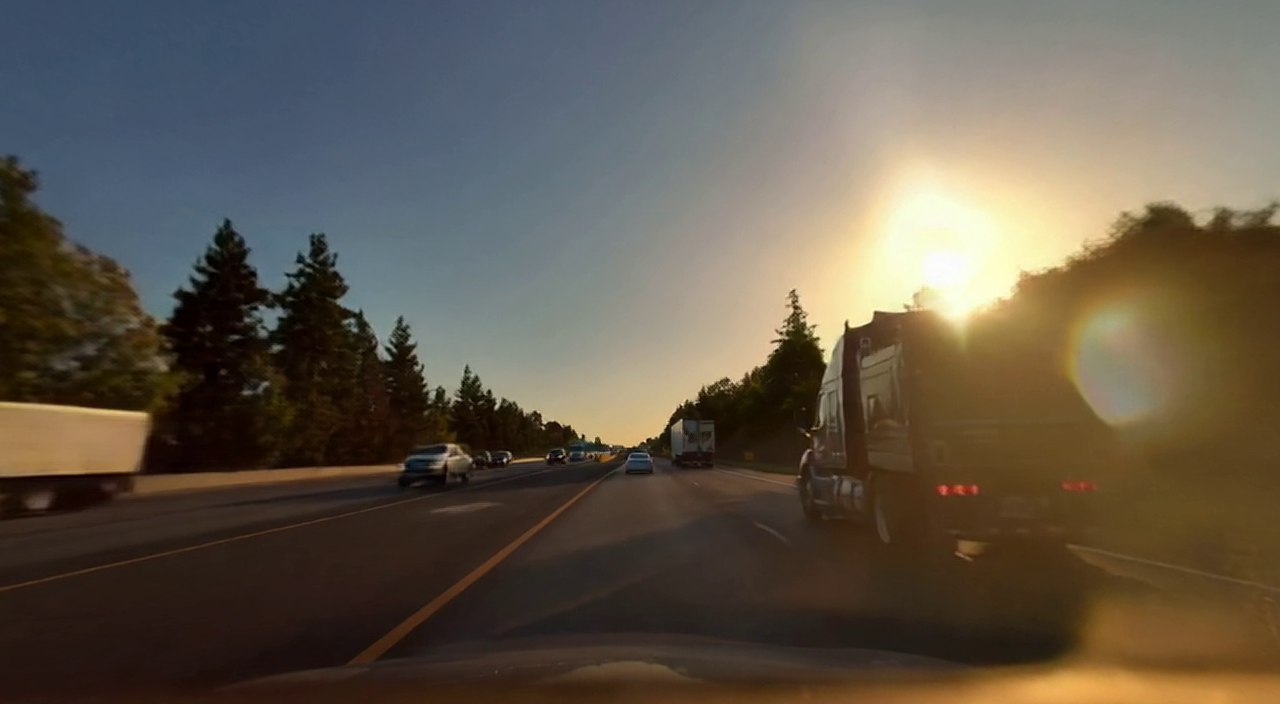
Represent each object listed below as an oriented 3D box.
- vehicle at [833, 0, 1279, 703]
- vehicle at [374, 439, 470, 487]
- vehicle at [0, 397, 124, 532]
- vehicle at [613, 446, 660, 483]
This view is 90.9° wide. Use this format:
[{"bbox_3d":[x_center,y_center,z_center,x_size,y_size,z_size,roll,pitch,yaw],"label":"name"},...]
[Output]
[{"bbox_3d":[4.579,-0.279,2.822,2.842,4.060,13.939,0,-9,-1],"label":"vehicle"},{"bbox_3d":[-8.161,4.206,24.074,2.034,1.621,4.525,0,-9,0],"label":"vehicle"},{"bbox_3d":[-13.230,2.038,11.325,2.255,2.511,6.577,0,-9,0],"label":"vehicle"},{"bbox_3d":[-0.128,4.909,27.752,1.939,1.495,3.612,0,-9,0],"label":"vehicle"}]
